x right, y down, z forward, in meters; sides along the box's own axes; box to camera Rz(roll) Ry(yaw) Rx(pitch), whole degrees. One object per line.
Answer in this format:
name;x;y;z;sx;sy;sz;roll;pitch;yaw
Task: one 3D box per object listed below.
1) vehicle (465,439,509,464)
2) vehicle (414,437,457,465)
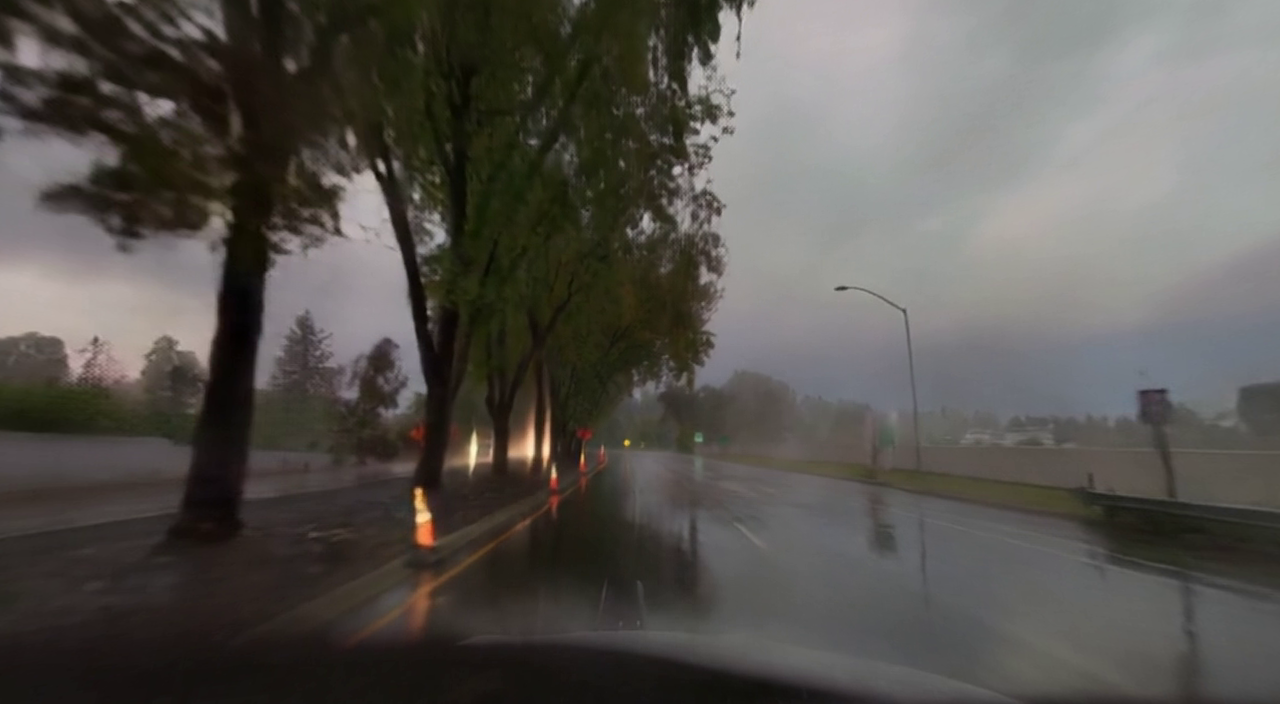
vehicle;-11.554;7.569;48.010;2.236;1.758;4.564;0;-9;-1
vehicle;-15.712;7.594;48.620;2.340;2.062;3.192;0;-9;-3
